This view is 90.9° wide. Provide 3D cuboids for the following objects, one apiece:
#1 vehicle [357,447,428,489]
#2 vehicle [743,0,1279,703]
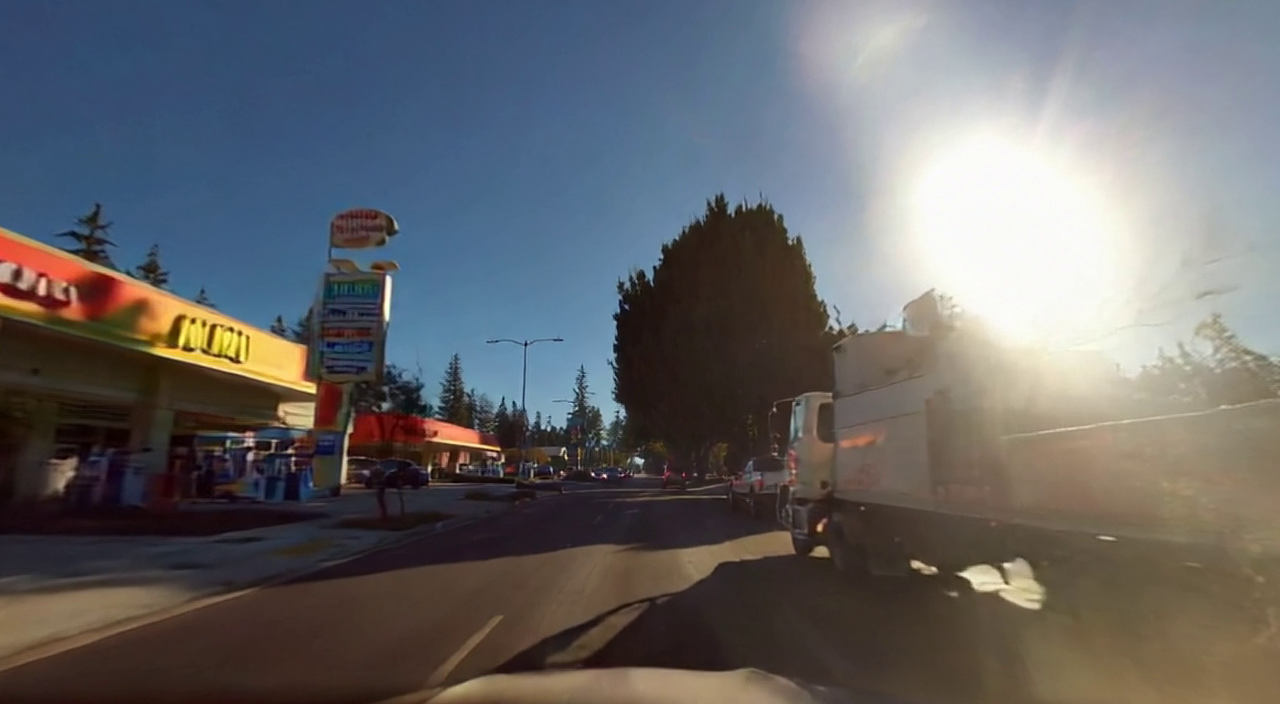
[{"bbox_3d":[-12.731,5.949,32.682,2.062,1.889,4.115,2,-7,-2],"label":"vehicle"},{"bbox_3d":[3.428,0.236,4.483,2.990,4.098,13.928,1,-10,0],"label":"vehicle"}]
